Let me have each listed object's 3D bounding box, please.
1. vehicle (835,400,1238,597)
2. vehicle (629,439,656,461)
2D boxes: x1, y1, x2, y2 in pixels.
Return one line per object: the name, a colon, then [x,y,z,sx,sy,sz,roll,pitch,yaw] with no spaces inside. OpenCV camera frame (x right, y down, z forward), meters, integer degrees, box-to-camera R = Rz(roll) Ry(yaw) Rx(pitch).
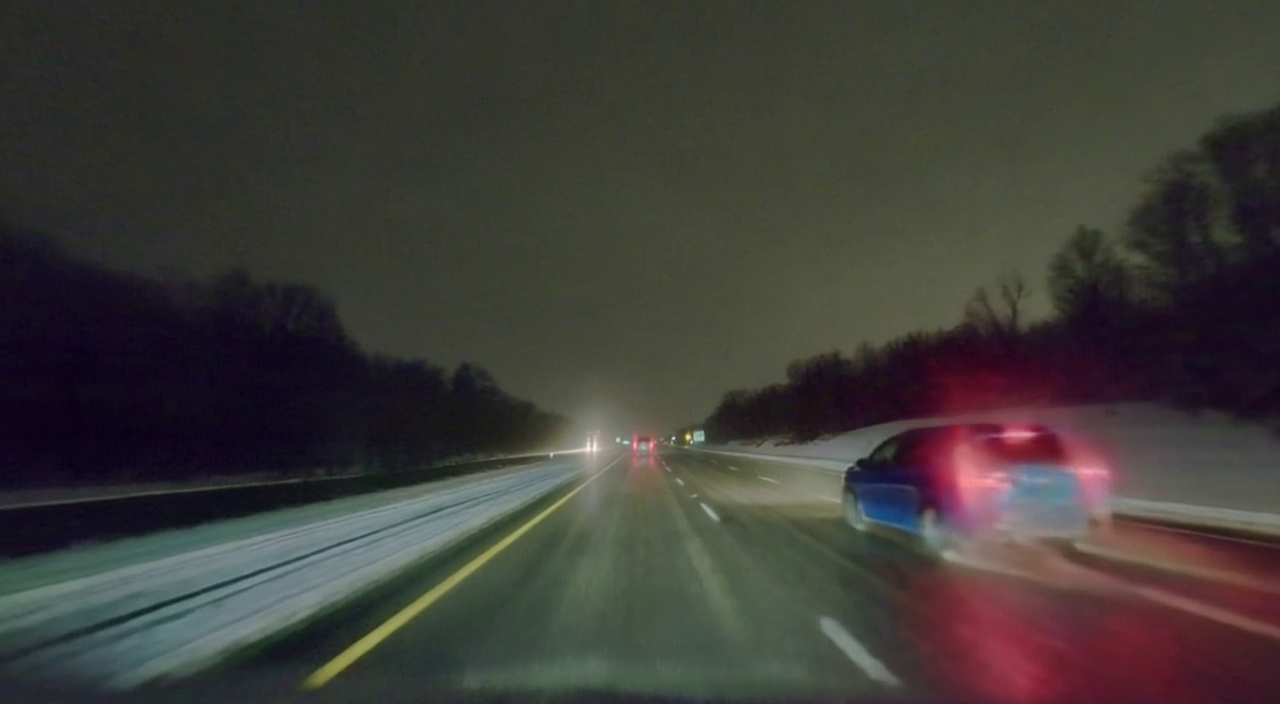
vehicle: [3.895,1.497,7.261,2.037,1.609,4.036,0,-8,1]
vehicle: [0.196,7.404,47.789,2.009,1.554,4.013,0,-8,1]
